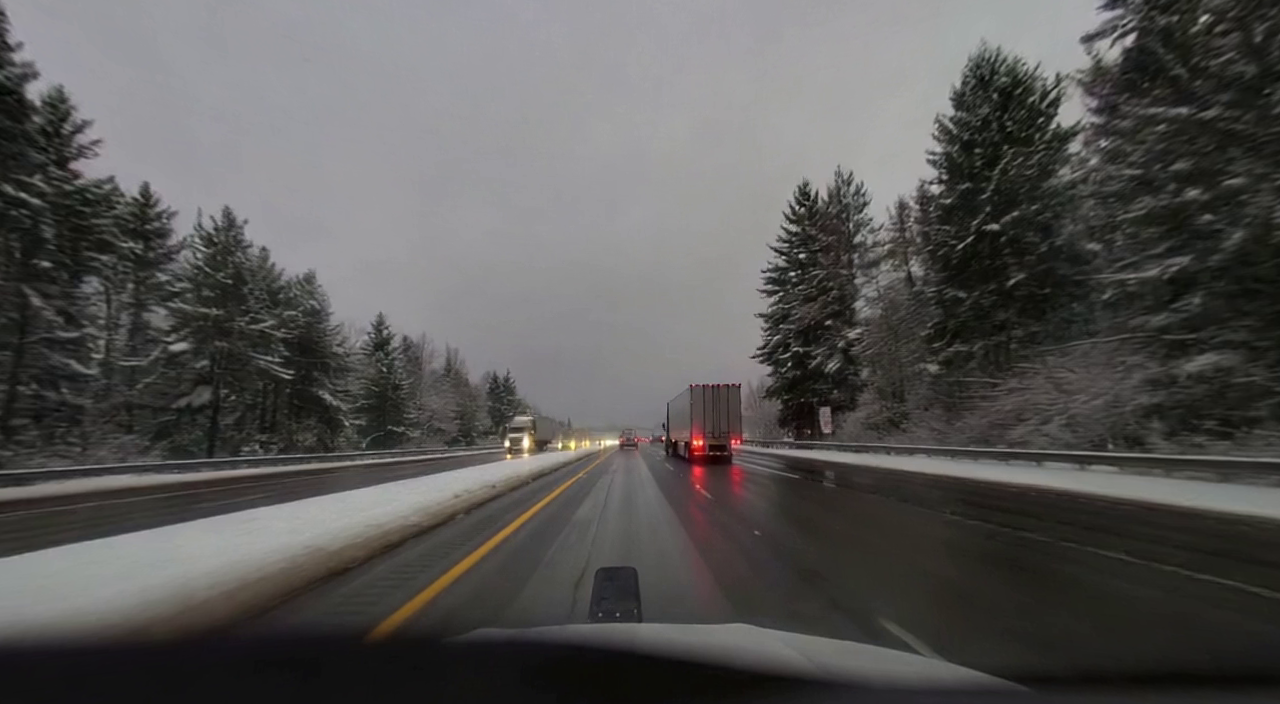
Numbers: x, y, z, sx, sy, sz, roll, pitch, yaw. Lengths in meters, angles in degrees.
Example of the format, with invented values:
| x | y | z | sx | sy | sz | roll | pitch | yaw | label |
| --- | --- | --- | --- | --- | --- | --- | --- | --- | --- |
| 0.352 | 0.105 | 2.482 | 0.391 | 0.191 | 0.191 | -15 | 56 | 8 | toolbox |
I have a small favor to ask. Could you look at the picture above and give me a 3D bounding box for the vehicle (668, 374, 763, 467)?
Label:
| x | y | z | sx | sy | sz | roll | pitch | yaw | label |
| --- | --- | --- | --- | --- | --- | --- | --- | --- | --- |
| 3.567 | 3.877 | 34.057 | 3.038 | 3.975 | 13.887 | 0 | -8 | -2 | vehicle |
